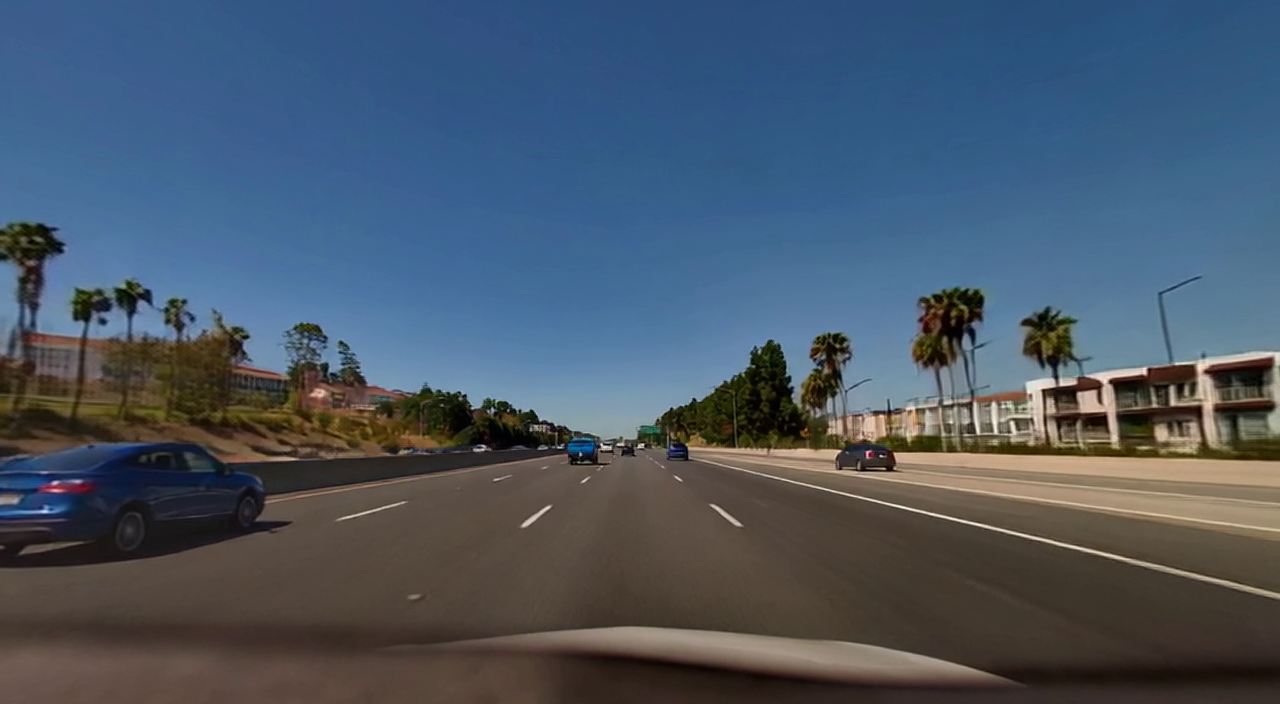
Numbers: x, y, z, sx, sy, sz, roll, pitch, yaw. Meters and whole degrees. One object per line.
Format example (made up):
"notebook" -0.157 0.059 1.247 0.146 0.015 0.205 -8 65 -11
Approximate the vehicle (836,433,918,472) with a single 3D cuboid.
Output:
"vehicle" 11.768 5.025 31.769 2.168 1.792 4.457 0 -9 -3

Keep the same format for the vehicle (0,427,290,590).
"vehicle" -6.902 1.791 8.043 2.018 1.480 4.999 0 -9 0

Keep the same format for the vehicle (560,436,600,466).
"vehicle" -4.059 6.807 43.427 2.225 1.967 4.673 0 -9 1
